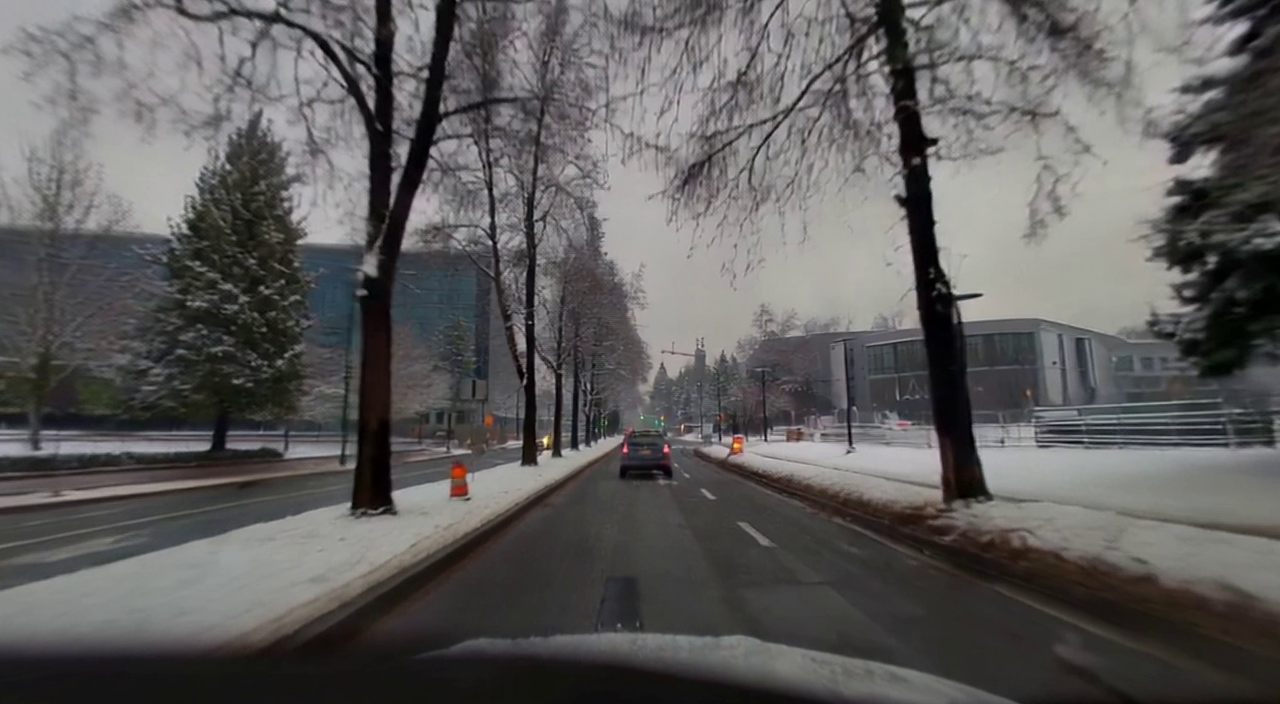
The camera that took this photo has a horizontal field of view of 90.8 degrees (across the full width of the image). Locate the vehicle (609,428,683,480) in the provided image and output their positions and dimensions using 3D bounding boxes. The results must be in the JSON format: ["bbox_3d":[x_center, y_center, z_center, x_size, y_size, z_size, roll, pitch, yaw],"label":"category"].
[{"bbox_3d":[0.204,3.248,20.391,2.114,1.493,4.430,0,-8,1],"label":"vehicle"}]
